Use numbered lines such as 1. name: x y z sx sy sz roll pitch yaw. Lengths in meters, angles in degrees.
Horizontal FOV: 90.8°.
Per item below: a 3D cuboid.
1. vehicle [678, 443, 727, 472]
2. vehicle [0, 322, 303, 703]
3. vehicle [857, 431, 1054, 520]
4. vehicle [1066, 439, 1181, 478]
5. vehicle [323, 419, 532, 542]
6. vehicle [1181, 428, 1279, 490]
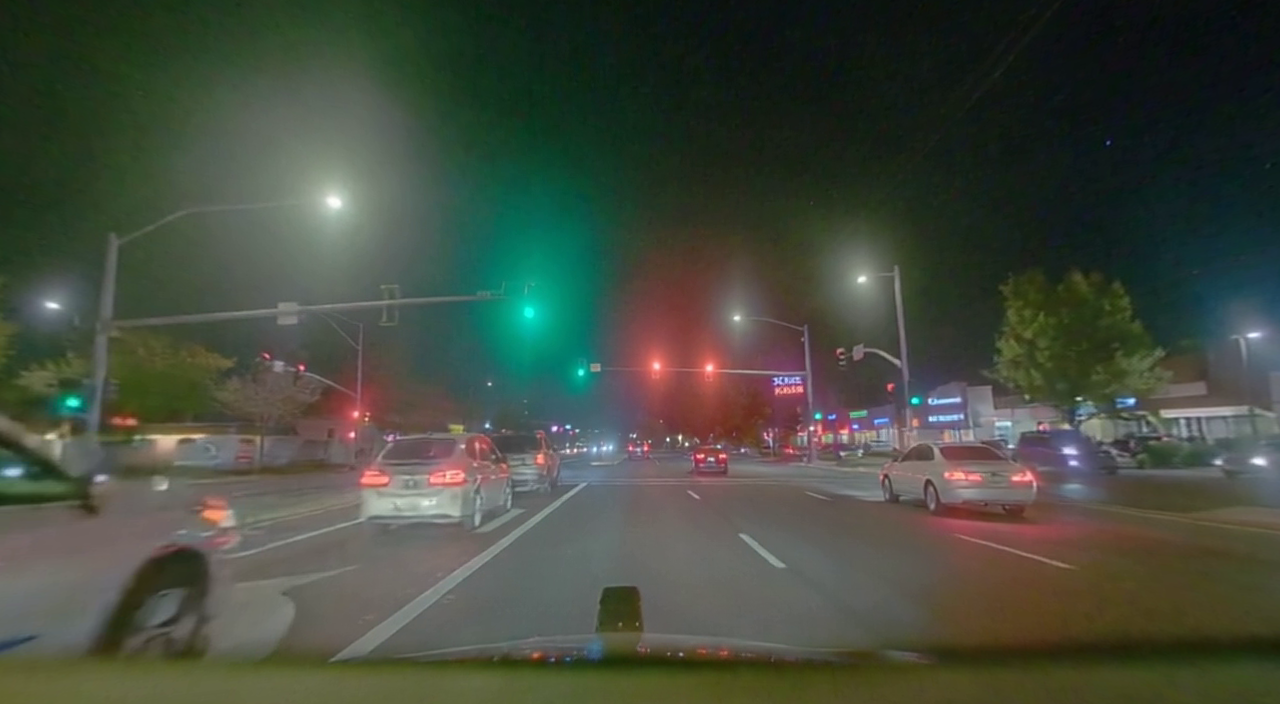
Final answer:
1. vehicle: 3.319 5.705 34.466 2.099 1.463 4.365 0 -8 -1
2. vehicle: -3.579 0.777 2.298 2.189 1.808 4.563 0 -8 0
3. vehicle: 6.744 2.667 14.252 2.002 1.651 4.647 0 -8 -1
4. vehicle: 19.937 4.348 26.022 4.361 1.469 2.113 5 -10 -29
5. vehicle: -3.380 2.137 11.171 2.118 1.721 4.464 0 -8 0
6. vehicle: 19.372 3.263 19.618 4.688 1.713 2.308 5 -10 -30
